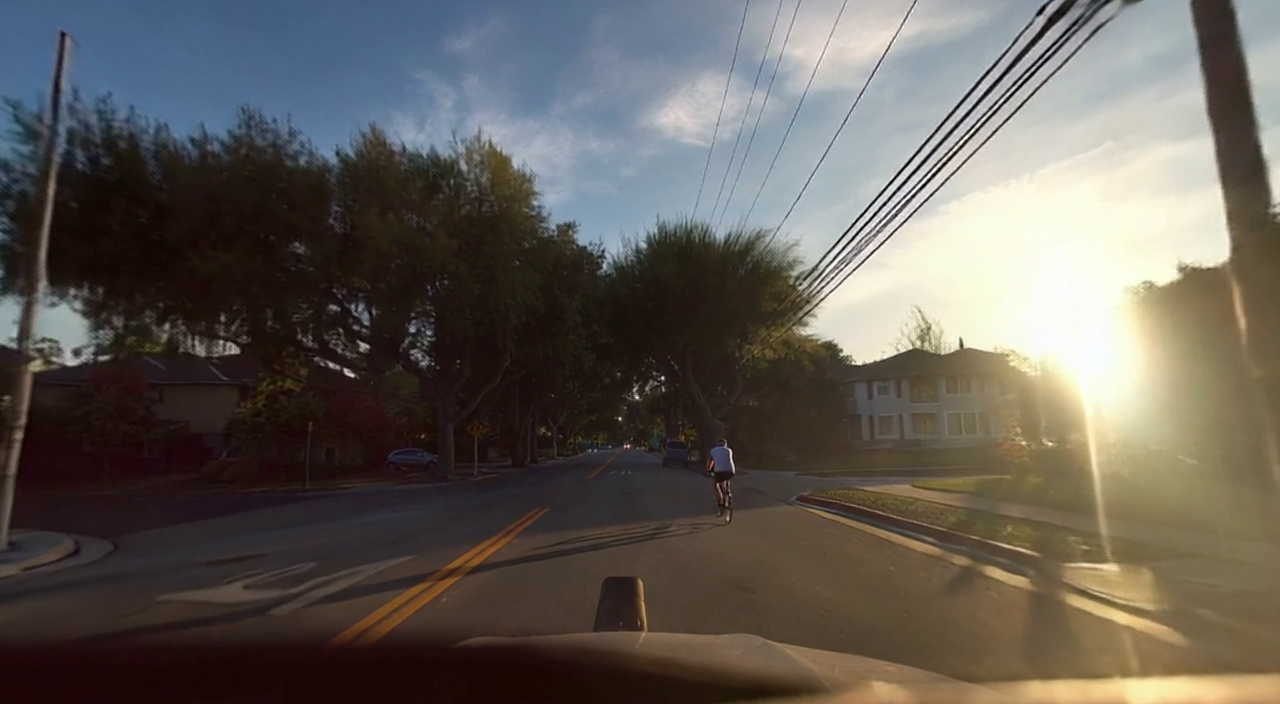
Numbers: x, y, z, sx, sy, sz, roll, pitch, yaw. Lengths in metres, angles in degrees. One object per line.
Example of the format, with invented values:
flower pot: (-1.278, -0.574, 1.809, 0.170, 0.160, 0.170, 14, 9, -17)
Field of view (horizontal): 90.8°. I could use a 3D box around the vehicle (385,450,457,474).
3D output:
vehicle: (-14.574, 7.308, 42.140, 4.143, 1.480, 1.755, 0, -9, -2)
